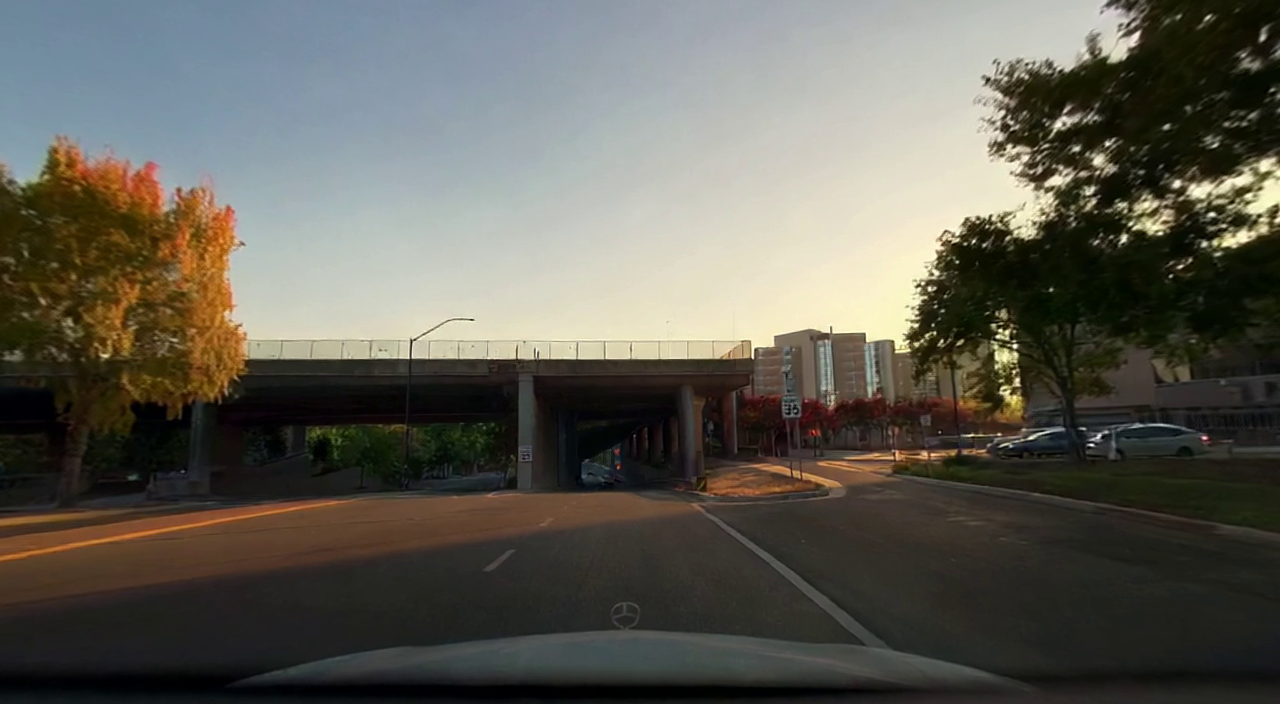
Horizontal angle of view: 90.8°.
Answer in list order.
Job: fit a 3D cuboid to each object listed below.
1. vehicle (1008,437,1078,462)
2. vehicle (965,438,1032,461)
[{"bbox_3d":[27.263,6.580,42.883,1.901,1.525,3.948,0,-7,-4],"label":"vehicle"},{"bbox_3d":[24.545,6.686,43.407,1.931,1.465,4.207,1,-9,-4],"label":"vehicle"}]
